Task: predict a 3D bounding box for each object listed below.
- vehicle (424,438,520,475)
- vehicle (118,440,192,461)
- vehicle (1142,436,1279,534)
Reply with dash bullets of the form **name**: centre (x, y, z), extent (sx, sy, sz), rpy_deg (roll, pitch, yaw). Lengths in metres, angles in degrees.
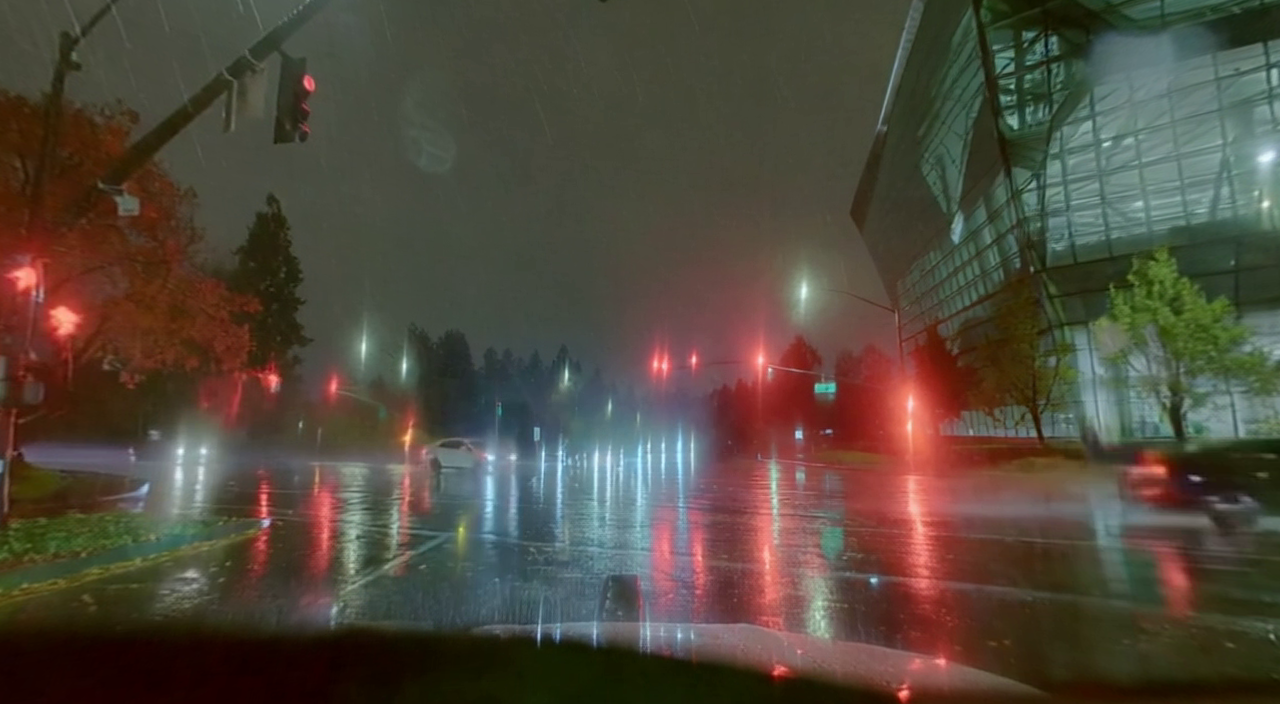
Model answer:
- **vehicle**: centre (-7.538, 4.652, 28.222), extent (4.110, 1.511, 1.883), rpy_deg (-6, -10, 35)
- **vehicle**: centre (-36.123, 7.307, 47.011), extent (5.408, 1.505, 2.091), rpy_deg (-5, -10, 27)
- **vehicle**: centre (10.932, 2.044, 9.805), extent (4.798, 1.461, 1.939), rpy_deg (-7, -11, 37)
